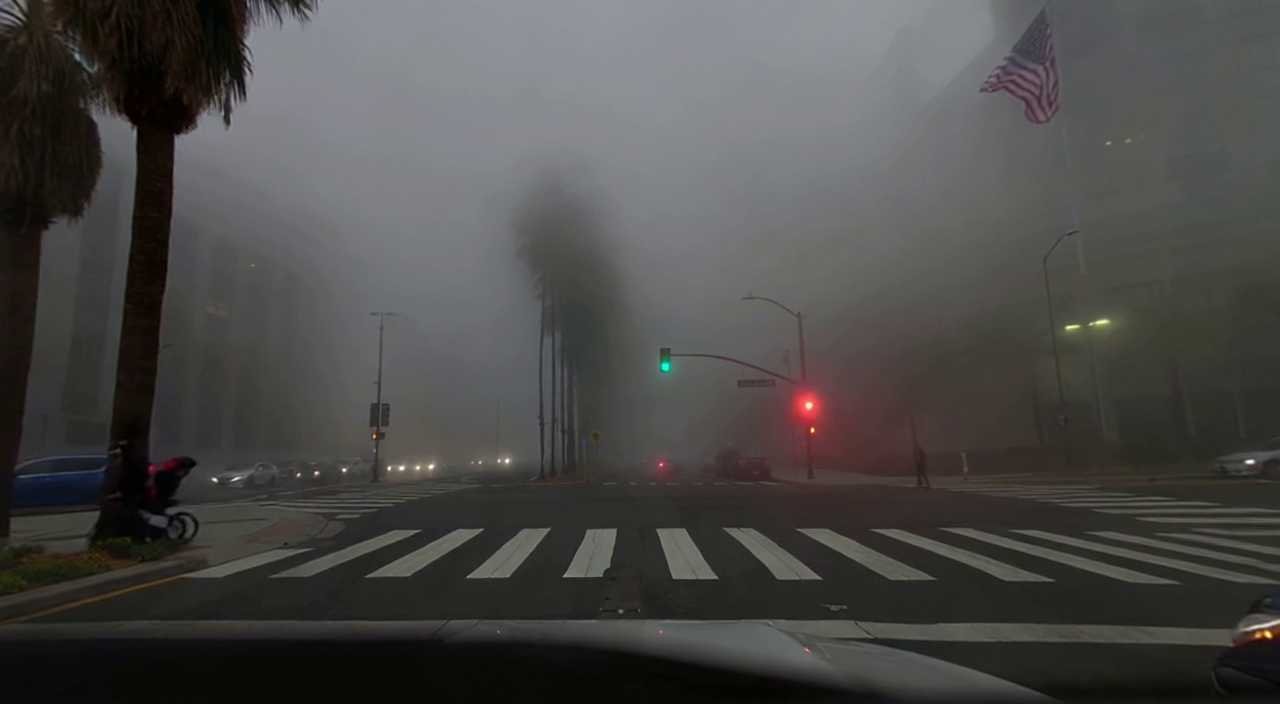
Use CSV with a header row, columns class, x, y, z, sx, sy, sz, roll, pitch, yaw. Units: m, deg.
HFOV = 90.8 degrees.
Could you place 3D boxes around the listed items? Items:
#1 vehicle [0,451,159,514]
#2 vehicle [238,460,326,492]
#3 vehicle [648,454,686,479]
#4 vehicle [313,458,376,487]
class,x,y,z,sx,sy,sz,roll,pitch,yaw
vehicle,-16.474,3.598,17.719,4.499,1.594,1.898,5,-10,-33
vehicle,-19.933,6.910,35.466,2.069,1.540,4.774,0,-8,2
vehicle,1.777,7.841,43.556,2.000,1.525,4.273,1,-8,-6
vehicle,-20.129,8.201,43.282,2.043,1.745,4.420,0,-8,1
